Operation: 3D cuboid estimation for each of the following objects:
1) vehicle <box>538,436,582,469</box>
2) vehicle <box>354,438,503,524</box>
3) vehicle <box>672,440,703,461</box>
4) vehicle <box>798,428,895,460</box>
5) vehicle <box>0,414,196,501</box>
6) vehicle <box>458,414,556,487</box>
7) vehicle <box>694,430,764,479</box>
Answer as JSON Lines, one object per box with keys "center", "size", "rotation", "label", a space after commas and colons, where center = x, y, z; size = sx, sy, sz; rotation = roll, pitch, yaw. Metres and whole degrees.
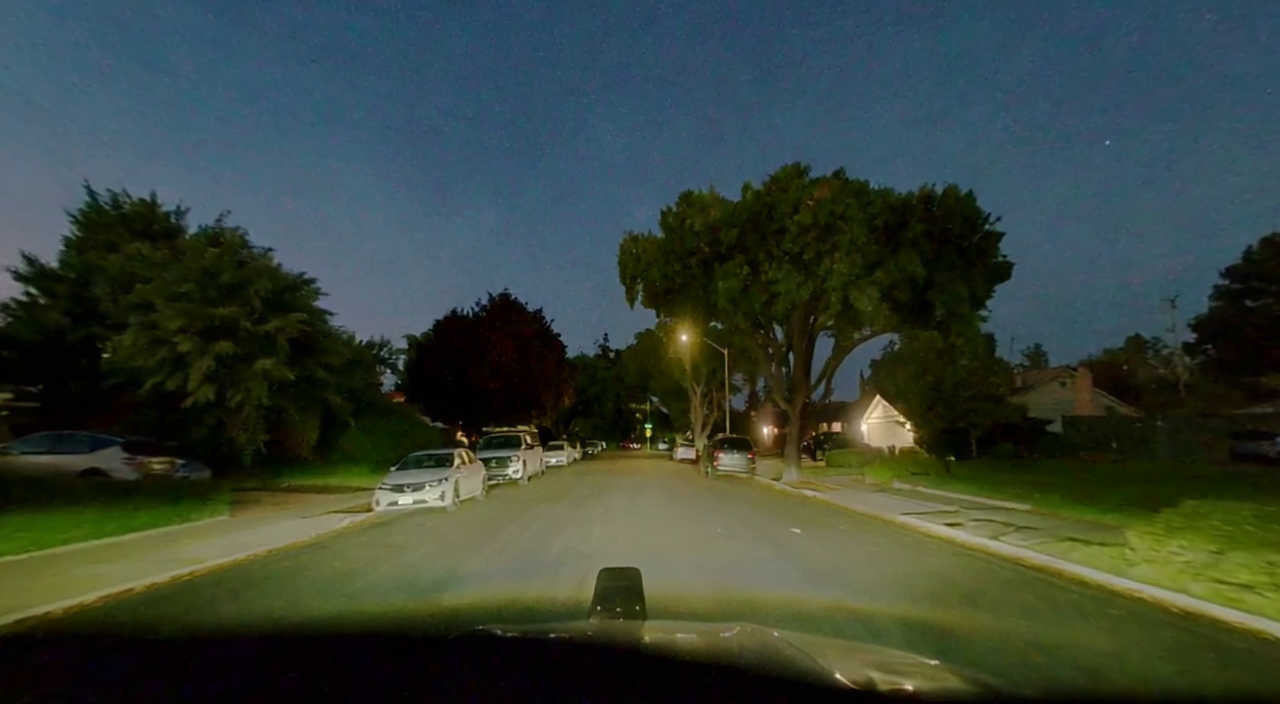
{"center": [-4.863, 6.113, 38.953], "size": [2.140, 1.815, 4.926], "rotation": [0, -7, -1], "label": "vehicle"}
{"center": [-4.518, 2.764, 14.316], "size": [2.031, 1.479, 4.497], "rotation": [-2, -7, -3], "label": "vehicle"}
{"center": [3.473, 7.303, 46.789], "size": [1.945, 1.495, 3.983], "rotation": [0, -8, -1], "label": "vehicle"}
{"center": [12.324, 5.512, 37.894], "size": [5.043, 1.865, 2.026], "rotation": [0, -8, -1], "label": "vehicle"}
{"center": [-13.274, 2.255, 13.807], "size": [5.334, 1.743, 2.259], "rotation": [0, -7, -3], "label": "vehicle"}
{"center": [-4.917, 3.730, 24.646], "size": [2.476, 2.434, 6.543], "rotation": [-1, -7, -1], "label": "vehicle"}
{"center": [3.482, 4.120, 25.528], "size": [2.082, 1.790, 4.330], "rotation": [0, -8, -1], "label": "vehicle"}
